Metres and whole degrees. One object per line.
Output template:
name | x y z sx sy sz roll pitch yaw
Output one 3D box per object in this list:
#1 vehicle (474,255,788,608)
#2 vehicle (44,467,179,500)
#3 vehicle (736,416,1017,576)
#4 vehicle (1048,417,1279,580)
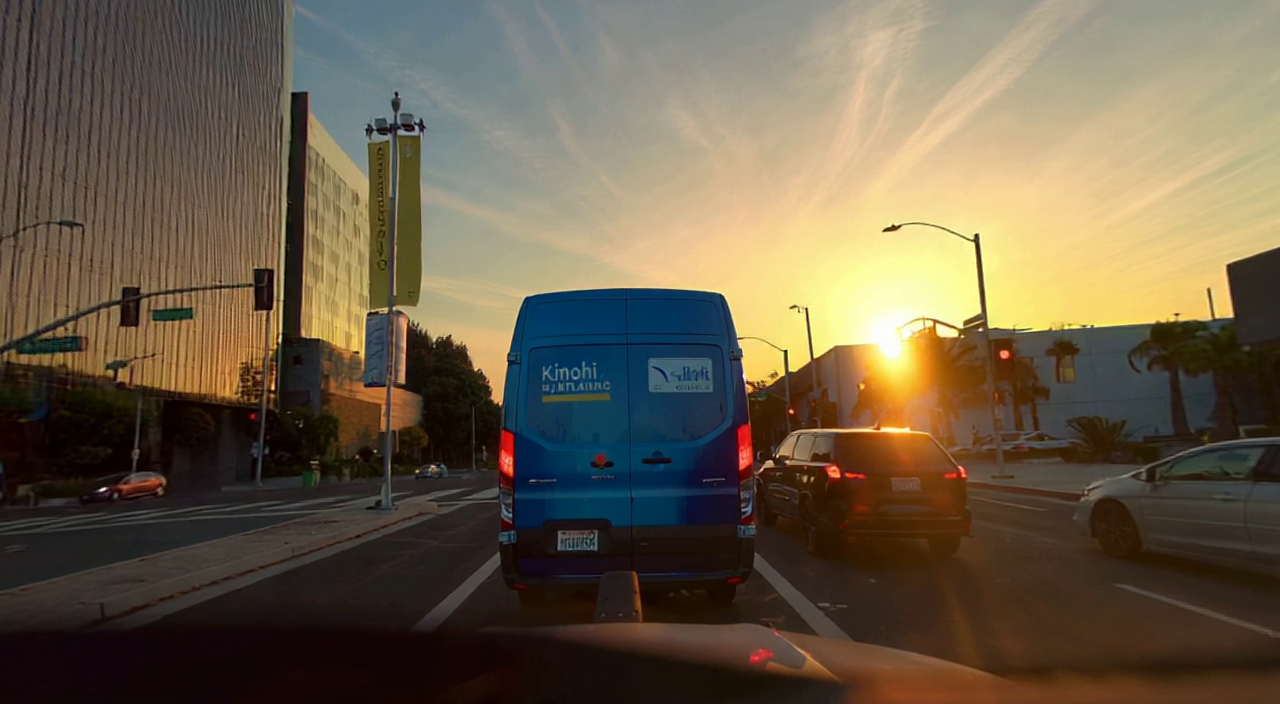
vehicle | -0.036 1.169 9.105 2.613 3.035 7.342 0 -8 1
vehicle | -27.191 6.750 32.687 4.888 1.481 1.873 2 -9 -14
vehicle | 2.877 1.868 9.055 2.183 1.676 4.506 0 -8 -1
vehicle | 7.527 1.588 7.019 1.963 1.669 4.678 3 -9 -20
